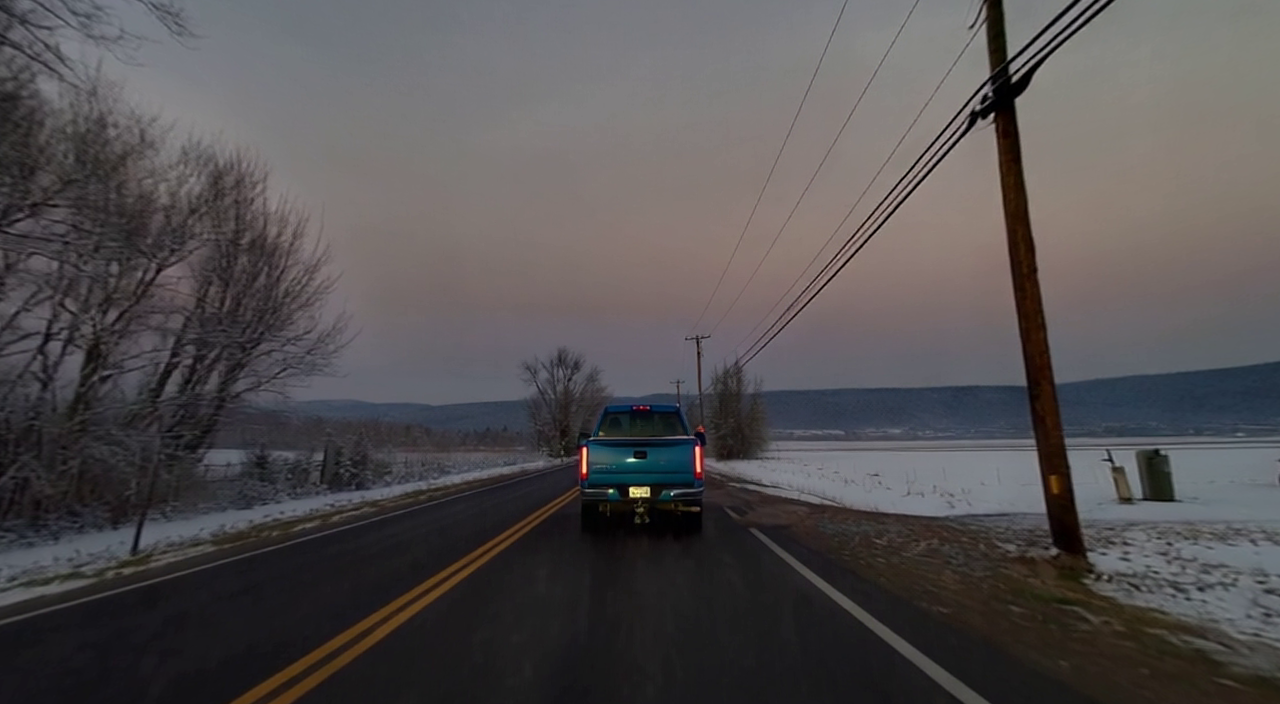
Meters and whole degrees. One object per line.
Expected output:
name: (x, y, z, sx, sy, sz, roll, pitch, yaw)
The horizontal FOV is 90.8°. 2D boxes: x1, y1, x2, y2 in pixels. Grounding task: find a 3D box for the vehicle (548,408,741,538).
vehicle: (0.030, 2.181, 12.111, 2.774, 1.861, 5.885, 0, -8, -1)
